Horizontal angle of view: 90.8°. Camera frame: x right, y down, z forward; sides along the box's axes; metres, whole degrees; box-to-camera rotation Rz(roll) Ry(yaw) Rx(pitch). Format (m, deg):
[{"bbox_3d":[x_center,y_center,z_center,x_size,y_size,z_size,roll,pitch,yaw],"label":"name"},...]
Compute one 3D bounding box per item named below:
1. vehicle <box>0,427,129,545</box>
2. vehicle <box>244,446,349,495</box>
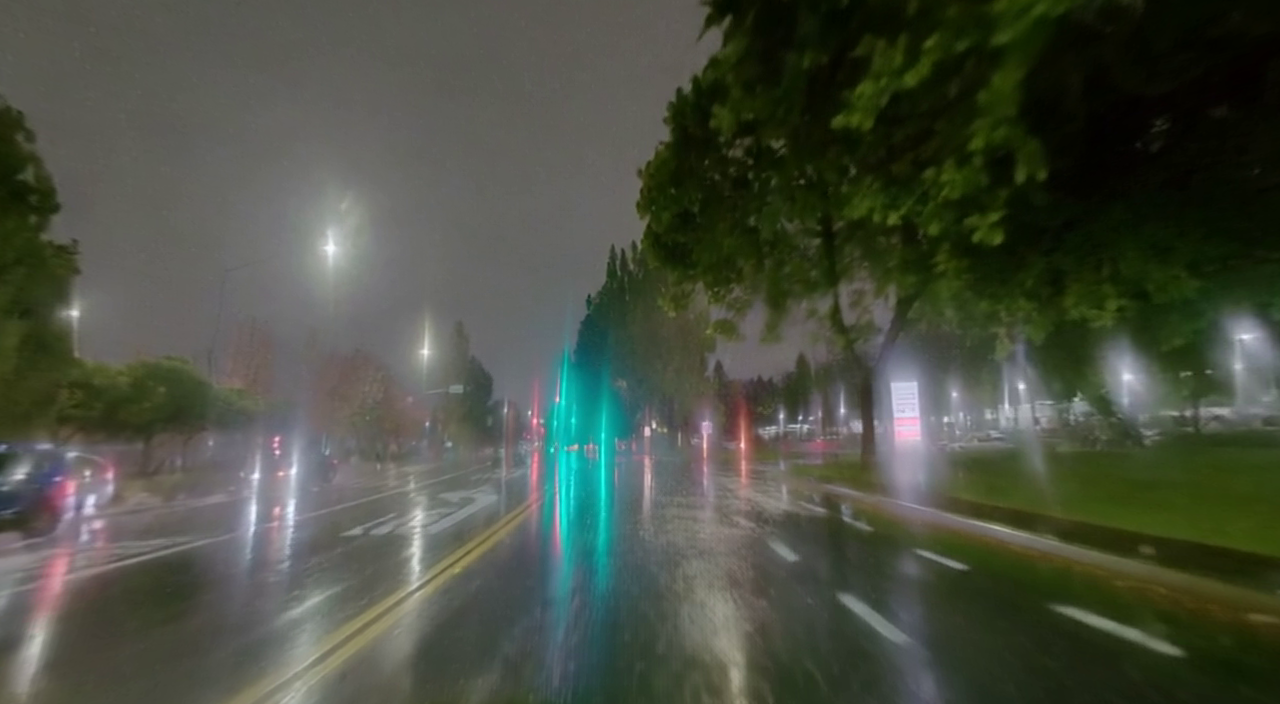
[{"bbox_3d":[-12.946,2.598,12.027,2.314,2.144,5.403,-4,-7,-5],"label":"vehicle"},{"bbox_3d":[-13.917,4.809,25.967,2.090,1.680,4.434,-3,-9,-4],"label":"vehicle"}]
